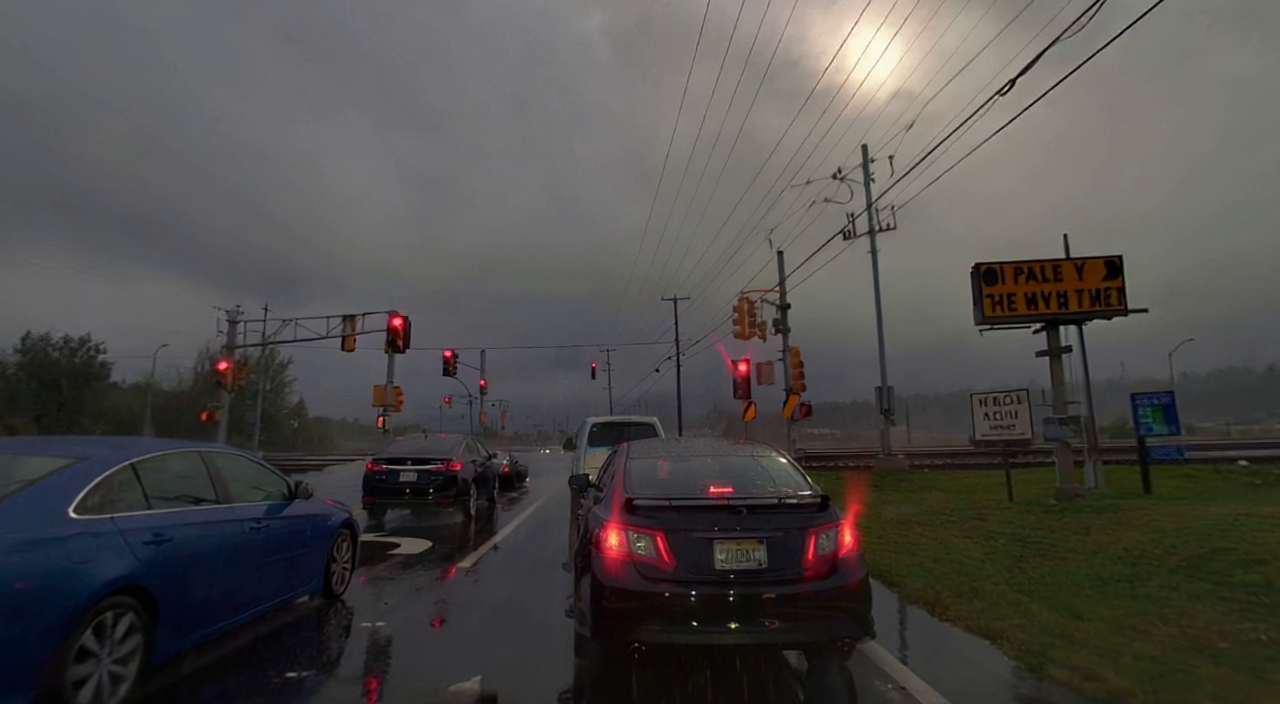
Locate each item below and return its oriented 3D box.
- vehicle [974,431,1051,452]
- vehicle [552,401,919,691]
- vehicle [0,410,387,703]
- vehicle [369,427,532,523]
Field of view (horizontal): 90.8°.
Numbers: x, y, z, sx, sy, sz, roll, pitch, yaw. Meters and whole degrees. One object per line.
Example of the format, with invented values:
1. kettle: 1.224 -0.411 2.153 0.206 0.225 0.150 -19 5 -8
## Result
1. vehicle: 27.473 6.607 46.667 4.453 1.476 1.887 0 -9 0
2. vehicle: 0.405 1.337 5.460 1.998 1.529 3.960 1 -9 -4
3. vehicle: -3.710 1.251 4.453 1.956 1.468 4.585 0 -9 0
4. vehicle: -3.357 2.260 12.086 1.984 1.505 3.982 0 -9 -2
